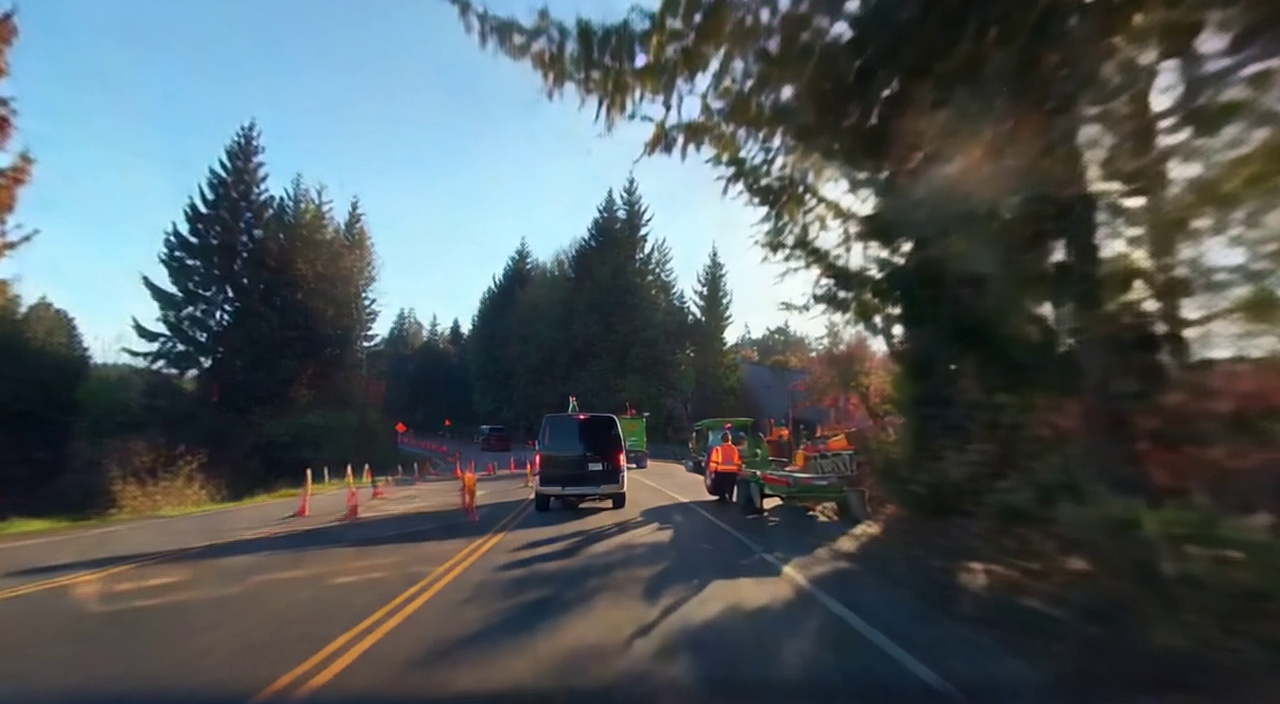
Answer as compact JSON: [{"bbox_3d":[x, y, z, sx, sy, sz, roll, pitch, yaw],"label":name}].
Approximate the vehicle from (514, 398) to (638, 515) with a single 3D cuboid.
[{"bbox_3d":[-1.337,2.383,14.699,2.362,2.223,4.892,0,-9,-3],"label":"vehicle"}]
